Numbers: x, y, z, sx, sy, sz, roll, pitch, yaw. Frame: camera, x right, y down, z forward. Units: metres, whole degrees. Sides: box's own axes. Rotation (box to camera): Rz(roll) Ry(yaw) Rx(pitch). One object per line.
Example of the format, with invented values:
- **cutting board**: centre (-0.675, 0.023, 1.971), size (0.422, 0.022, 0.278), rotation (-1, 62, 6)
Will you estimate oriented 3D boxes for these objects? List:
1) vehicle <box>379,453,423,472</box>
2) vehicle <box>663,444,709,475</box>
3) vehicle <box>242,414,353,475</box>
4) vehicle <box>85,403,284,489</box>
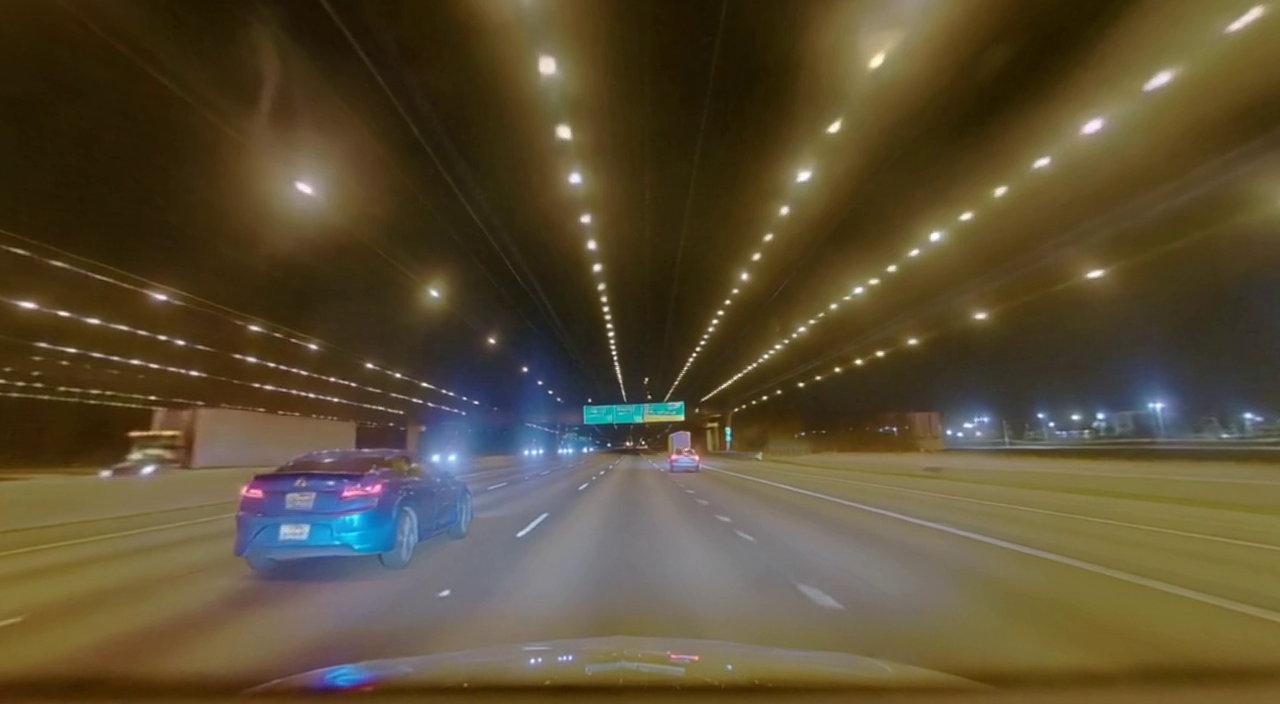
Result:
- **vehicle**: centre (-18.822, 8.695, 49.676), size (1.843, 1.430, 4.316), rotation (0, -9, 0)
- **vehicle**: centre (2.388, 5.708, 33.632), size (2.055, 1.501, 4.321), rotation (0, -9, -1)
- **vehicle**: centre (-23.182, 6.392, 43.267), size (2.827, 3.758, 8.343), rotation (0, -9, 0)
- **vehicle**: centre (-23.092, 4.931, 33.023), size (2.988, 3.779, 10.024), rotation (0, -9, -1)
